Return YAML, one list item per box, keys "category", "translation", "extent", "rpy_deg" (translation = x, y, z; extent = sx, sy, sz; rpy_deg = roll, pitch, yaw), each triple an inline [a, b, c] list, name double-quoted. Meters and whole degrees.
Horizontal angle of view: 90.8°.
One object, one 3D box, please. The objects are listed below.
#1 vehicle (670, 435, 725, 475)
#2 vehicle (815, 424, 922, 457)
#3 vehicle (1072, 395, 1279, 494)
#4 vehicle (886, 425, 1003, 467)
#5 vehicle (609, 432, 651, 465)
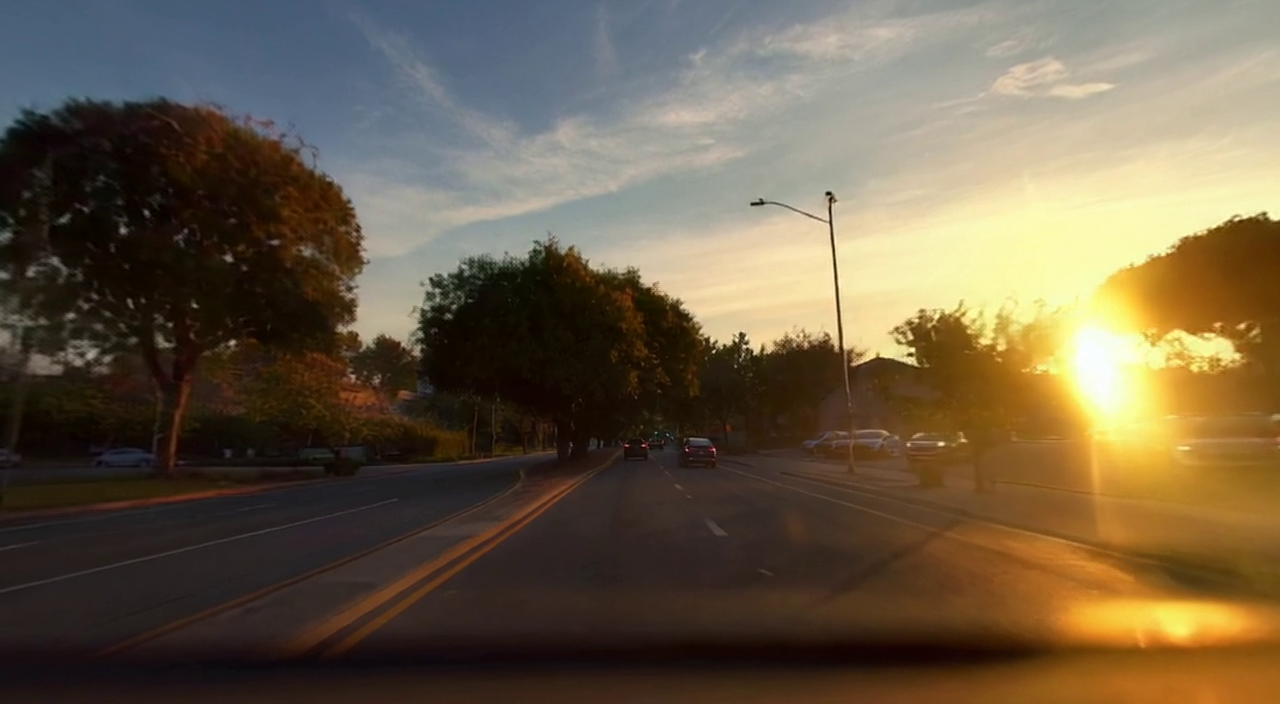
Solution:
- category: "vehicle"
  translation: [2.466, 4.543, 28.026]
  extent: [2.003, 1.614, 4.072]
  rpy_deg: [0, -8, -1]
- category: "vehicle"
  translation: [11.308, 4.447, 31.515]
  extent: [4.557, 1.509, 1.971]
  rpy_deg: [-8, -12, 44]
- category: "vehicle"
  translation: [11.157, 1.796, 12.232]
  extent: [2.047, 1.682, 4.074]
  rpy_deg: [7, -11, -40]
- category: "vehicle"
  translation: [11.415, 3.544, 23.837]
  extent: [1.799, 1.431, 3.486]
  rpy_deg: [8, -11, -43]
- category: "vehicle"
  translation: [-0.657, 6.034, 39.545]
  extent: [2.488, 1.881, 4.814]
  rpy_deg: [0, -8, -1]
